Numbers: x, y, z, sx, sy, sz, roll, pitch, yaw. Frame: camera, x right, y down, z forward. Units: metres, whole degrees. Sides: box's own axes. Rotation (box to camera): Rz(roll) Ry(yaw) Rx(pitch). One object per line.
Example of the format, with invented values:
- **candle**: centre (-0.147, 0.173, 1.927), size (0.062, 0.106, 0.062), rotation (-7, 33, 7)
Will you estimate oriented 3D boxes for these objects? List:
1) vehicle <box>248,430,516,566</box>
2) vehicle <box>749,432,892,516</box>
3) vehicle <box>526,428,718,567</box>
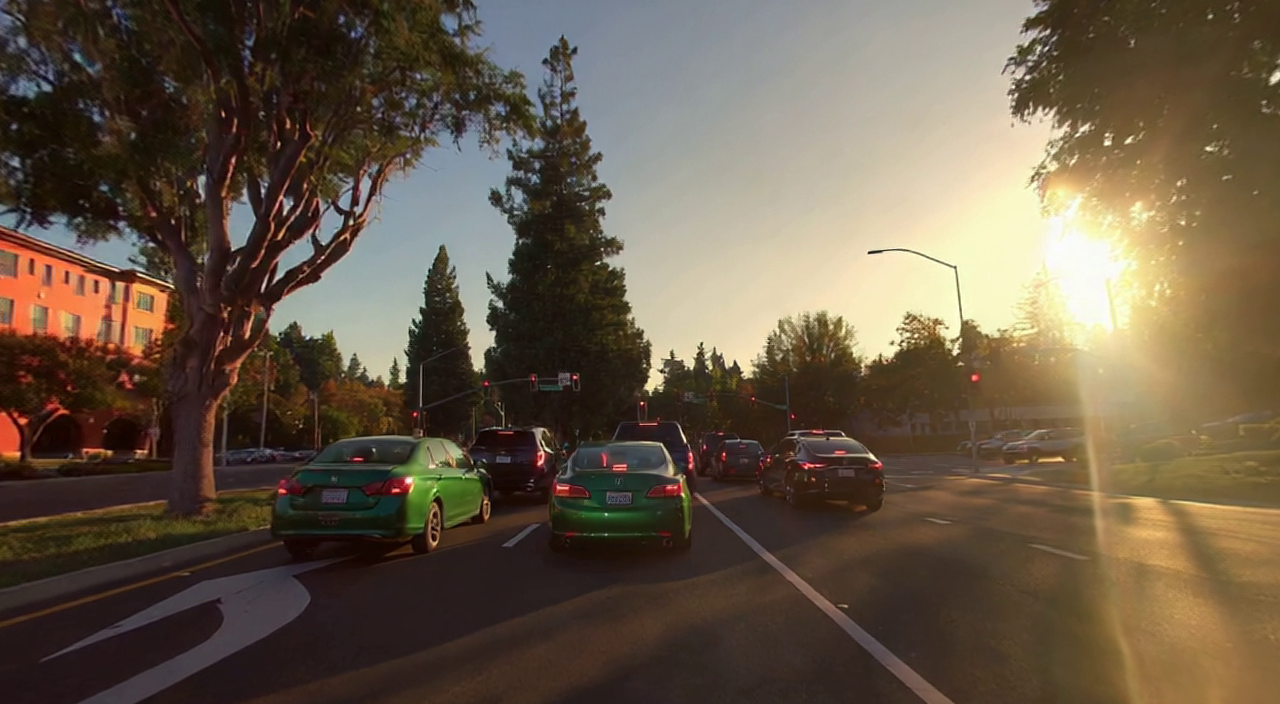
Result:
- **vehicle**: centre (-3.200, 1.884, 8.940), size (1.917, 1.441, 4.128), rotation (-1, -8, 2)
- **vehicle**: centre (3.556, 2.465, 13.267), size (1.880, 1.476, 3.932), rotation (0, -8, 1)
- **vehicle**: centre (-0.199, 1.836, 8.705), size (2.041, 1.450, 3.847), rotation (0, -8, 0)
